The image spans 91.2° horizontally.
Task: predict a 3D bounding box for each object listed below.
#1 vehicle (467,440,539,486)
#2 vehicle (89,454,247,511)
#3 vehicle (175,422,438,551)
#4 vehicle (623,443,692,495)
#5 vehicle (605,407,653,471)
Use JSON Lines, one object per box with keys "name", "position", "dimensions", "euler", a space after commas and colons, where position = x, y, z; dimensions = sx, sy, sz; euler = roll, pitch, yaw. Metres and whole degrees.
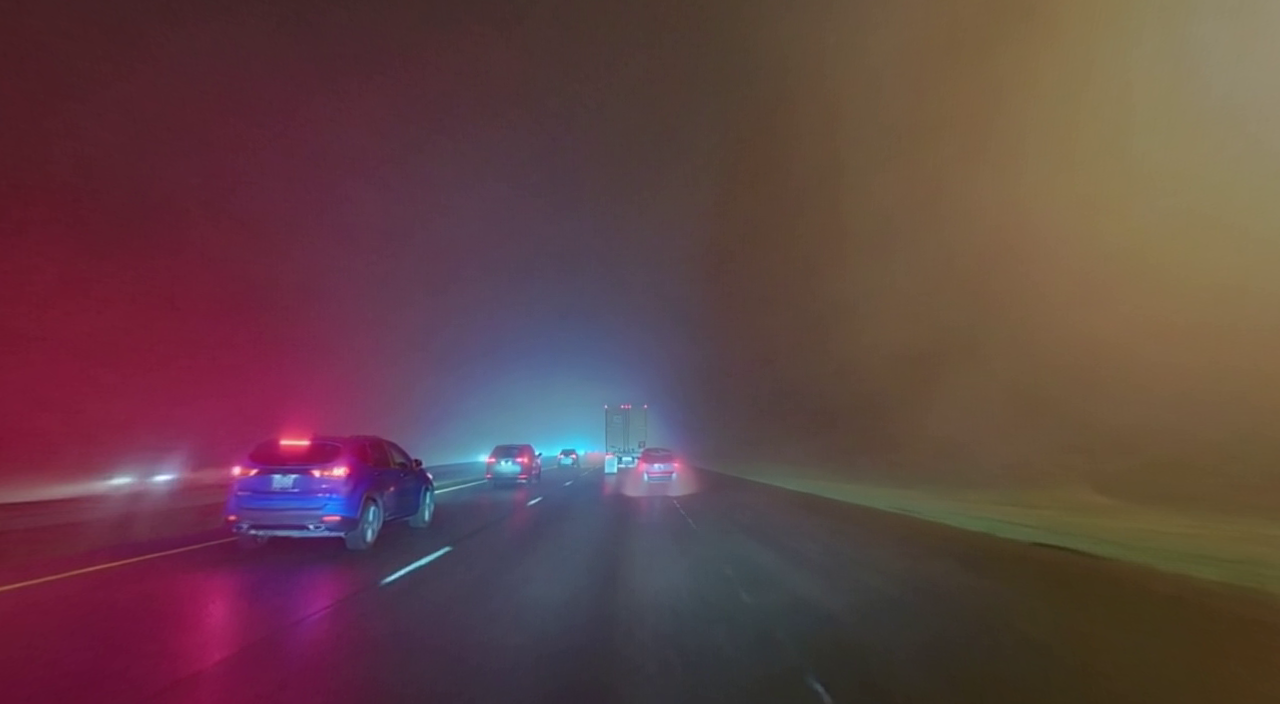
{"name": "vehicle", "position": [-5.401, 4.421, 25.240], "dimensions": [2.035, 1.664, 4.064], "euler": [0, -9, -1]}
{"name": "vehicle", "position": [-13.902, 3.831, 18.780], "dimensions": [1.792, 1.467, 3.809], "euler": [0, -9, -2]}
{"name": "vehicle", "position": [-5.055, 2.086, 10.342], "dimensions": [2.100, 1.671, 4.105], "euler": [0, -9, -1]}
{"name": "vehicle", "position": [0.458, 3.750, 20.426], "dimensions": [2.026, 1.489, 4.045], "euler": [0, -9, -1]}
{"name": "vehicle", "position": [-0.954, 6.495, 46.255], "dimensions": [3.113, 4.066, 10.786], "euler": [0, -9, -2]}
